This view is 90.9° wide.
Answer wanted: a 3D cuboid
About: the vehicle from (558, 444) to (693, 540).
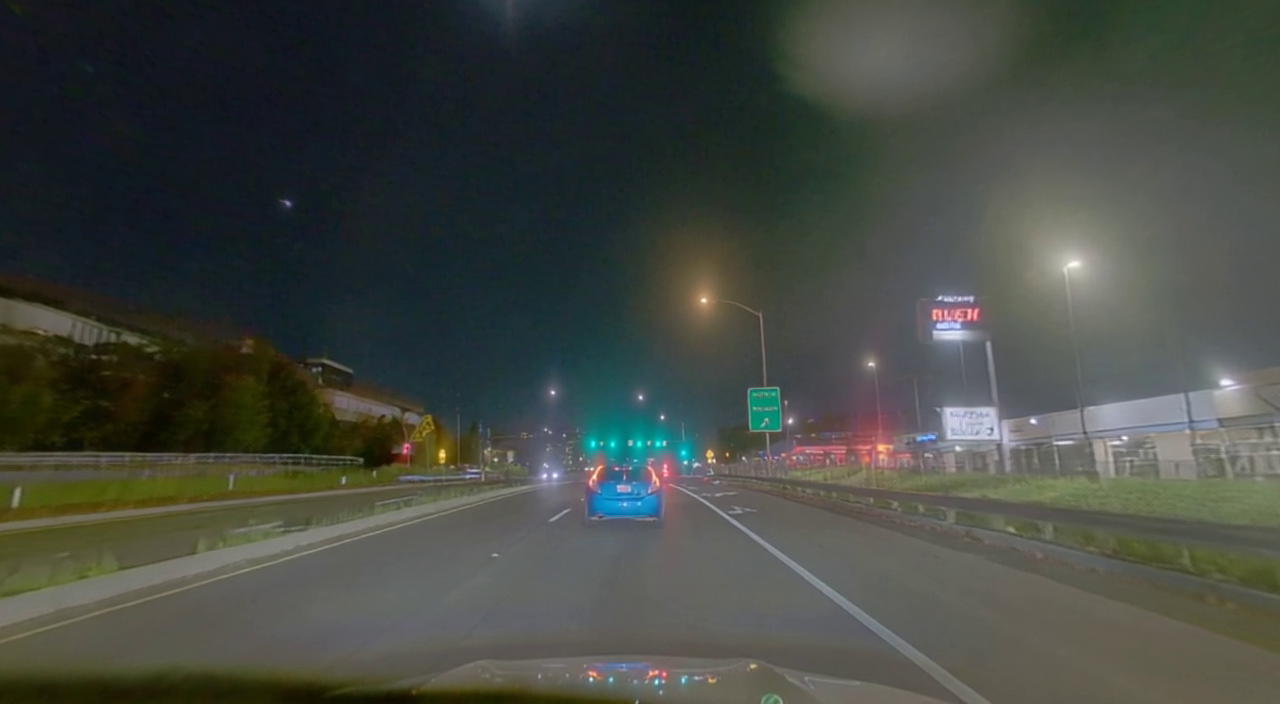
[{"bbox_3d":[-0.227,2.465,11.715,2.063,1.442,3.933,0,-9,0],"label":"vehicle"}]
